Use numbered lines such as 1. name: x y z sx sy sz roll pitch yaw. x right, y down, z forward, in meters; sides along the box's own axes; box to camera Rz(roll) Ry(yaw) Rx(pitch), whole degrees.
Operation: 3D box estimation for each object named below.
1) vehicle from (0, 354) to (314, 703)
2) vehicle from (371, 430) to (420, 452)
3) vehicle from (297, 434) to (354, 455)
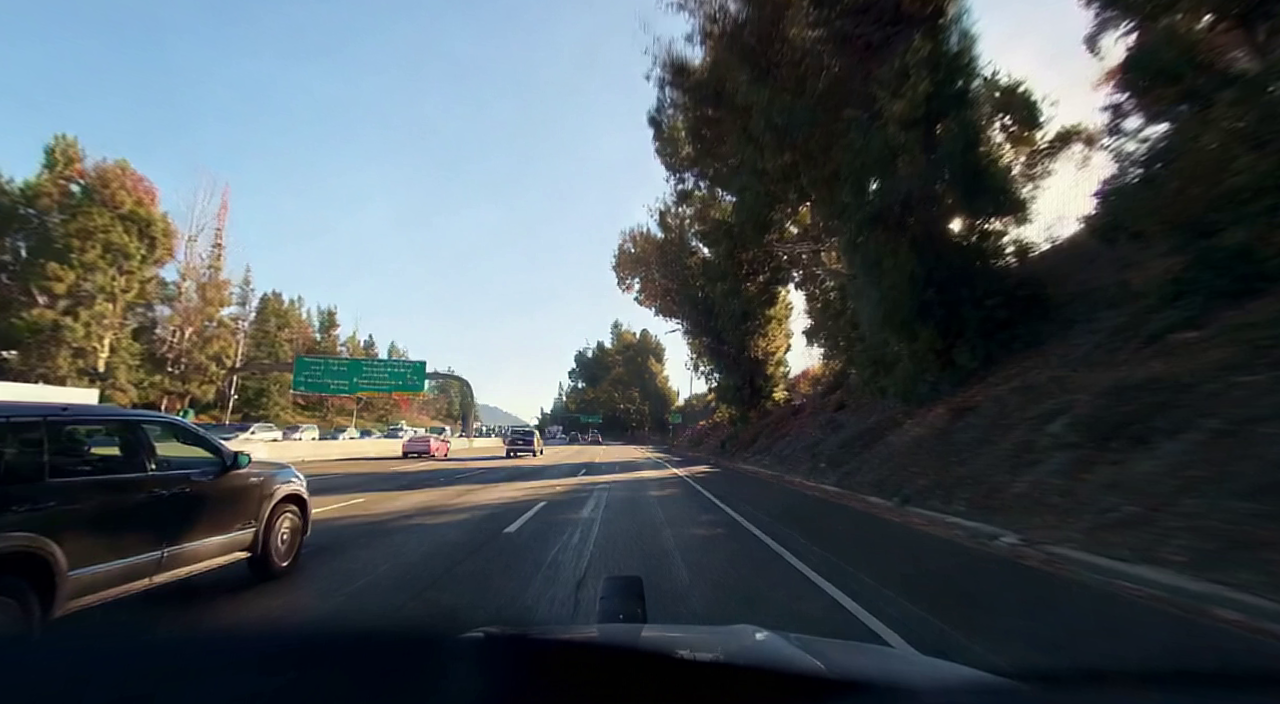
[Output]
1. vehicle: -3.946 0.903 3.294 2.187 1.639 4.318 0 -8 -1
2. vehicle: -18.570 6.785 48.118 2.027 1.647 4.378 0 -8 -1
3. vehicle: -22.759 6.692 45.809 1.892 1.452 4.433 0 -8 -1
